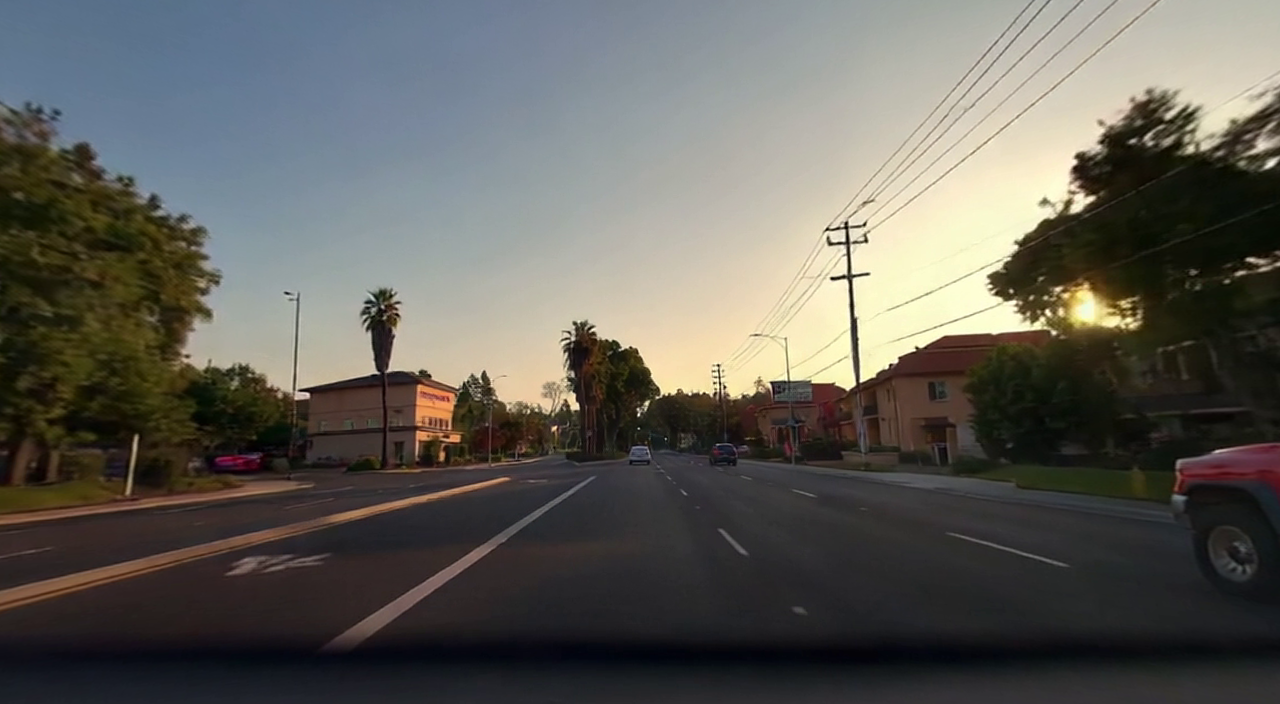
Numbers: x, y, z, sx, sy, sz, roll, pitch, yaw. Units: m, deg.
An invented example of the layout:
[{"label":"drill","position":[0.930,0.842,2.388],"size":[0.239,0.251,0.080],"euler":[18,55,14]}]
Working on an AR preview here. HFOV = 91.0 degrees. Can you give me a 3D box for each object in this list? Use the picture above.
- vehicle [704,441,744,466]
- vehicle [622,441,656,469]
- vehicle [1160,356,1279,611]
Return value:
[{"label":"vehicle","position":[6.099,7.497,46.417],"size":[2.252,1.718,4.617],"euler":[0,-9,0]},{"label":"vehicle","position":[-0.066,6.721,41.147],"size":[2.138,1.702,4.168],"euler":[0,-9,0]},{"label":"vehicle","position":[5.952,0.787,3.490],"size":[2.355,1.889,4.392],"euler":[0,-9,1]}]
